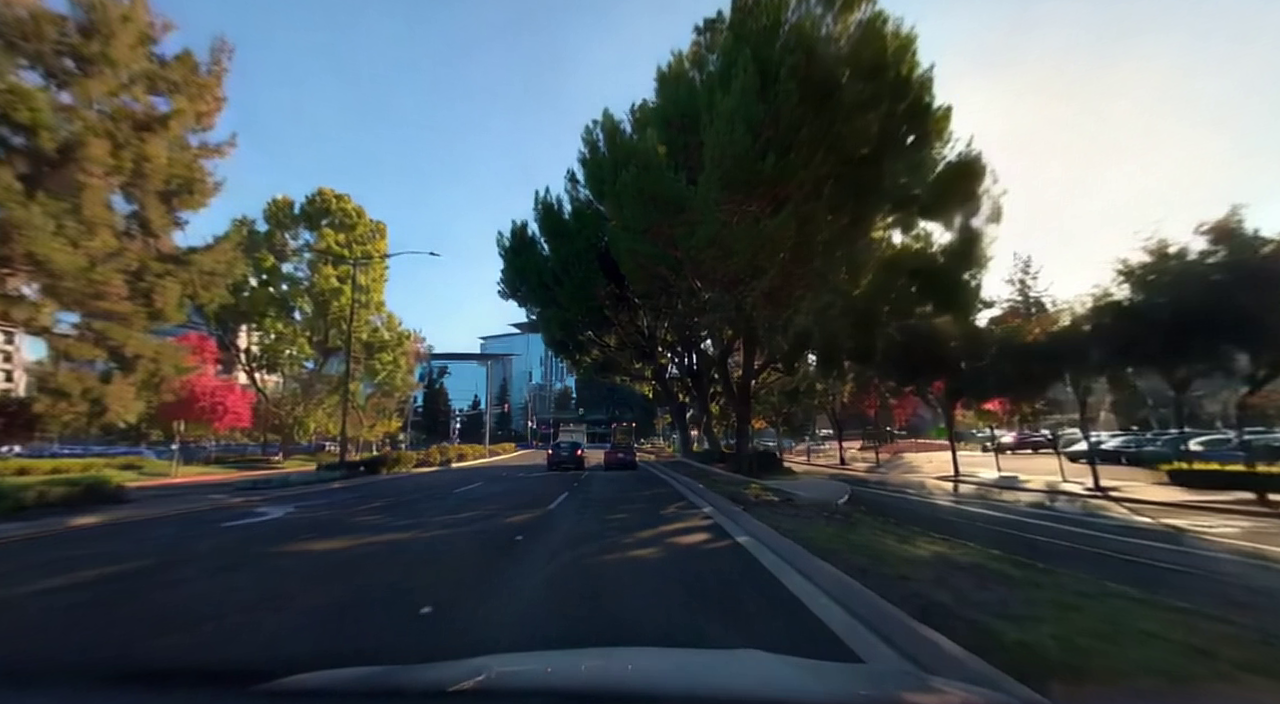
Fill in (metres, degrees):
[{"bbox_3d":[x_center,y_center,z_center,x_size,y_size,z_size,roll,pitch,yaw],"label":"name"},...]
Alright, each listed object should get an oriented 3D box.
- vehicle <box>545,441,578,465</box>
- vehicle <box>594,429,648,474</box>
[{"bbox_3d":[-4.987,6.439,40.530,1.904,1.460,4.300,1,-8,-4],"label":"vehicle"},{"bbox_3d":[-0.895,4.500,28.859,2.260,1.872,4.578,0,-8,-3],"label":"vehicle"}]
